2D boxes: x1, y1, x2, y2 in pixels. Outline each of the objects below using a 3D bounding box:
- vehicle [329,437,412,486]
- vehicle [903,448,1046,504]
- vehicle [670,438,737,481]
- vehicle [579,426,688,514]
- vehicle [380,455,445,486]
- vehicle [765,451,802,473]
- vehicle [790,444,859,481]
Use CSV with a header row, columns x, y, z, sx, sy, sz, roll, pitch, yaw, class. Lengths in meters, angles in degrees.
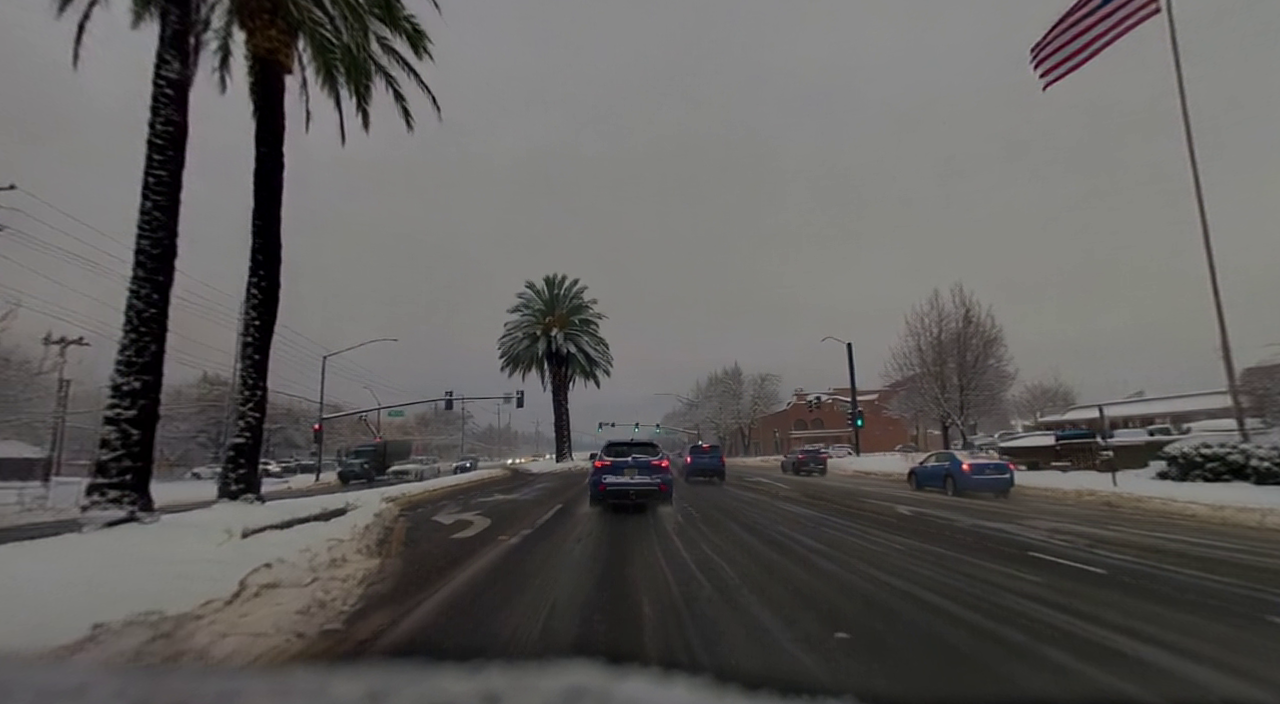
x,y,z,sx,sy,sz,roll,pitch,yaw,class
-19.036,7.755,45.130,2.901,3.039,7.160,-3,-9,-1,vehicle
9.918,3.669,19.184,1.967,1.485,4.267,0,-9,-1,vehicle
3.183,5.590,33.271,2.773,2.021,6.212,0,-9,-1,vehicle
-0.188,2.962,16.389,2.402,1.938,4.535,0,-9,-1,vehicle
-12.211,6.371,34.200,1.965,1.475,4.209,0,-9,0,vehicle
10.262,7.895,45.517,1.855,1.495,4.143,-1,-9,3,vehicle
9.802,5.877,33.932,2.155,1.779,4.582,0,-9,-2,vehicle
